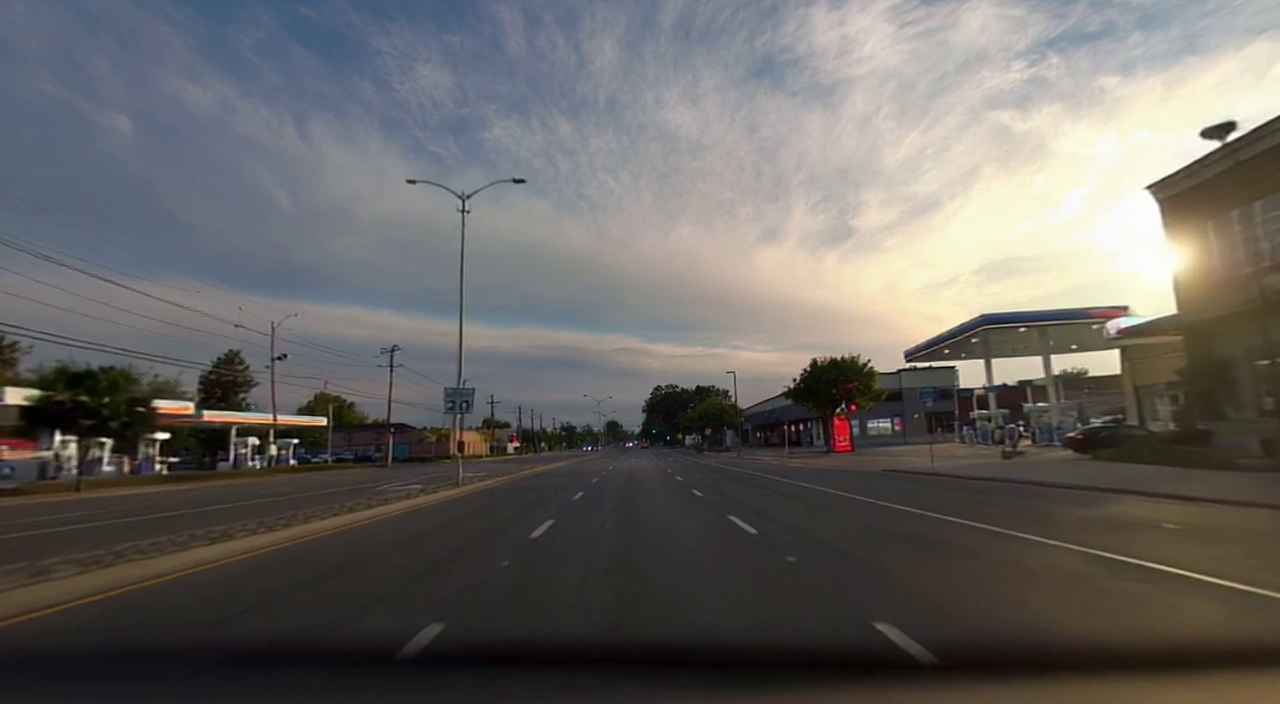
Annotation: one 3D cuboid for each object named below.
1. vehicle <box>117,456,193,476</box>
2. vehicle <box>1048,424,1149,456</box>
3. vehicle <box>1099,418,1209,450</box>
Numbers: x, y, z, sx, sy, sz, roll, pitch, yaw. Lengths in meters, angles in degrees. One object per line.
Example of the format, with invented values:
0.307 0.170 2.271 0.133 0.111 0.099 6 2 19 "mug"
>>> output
-35.346 8.305 46.104 4.209 1.441 1.793 -1 -9 5 "vehicle"
23.066 4.527 32.027 1.747 1.371 4.368 -3 -10 0 "vehicle"
25.730 4.179 31.853 1.870 1.467 4.401 0 -8 1 "vehicle"
